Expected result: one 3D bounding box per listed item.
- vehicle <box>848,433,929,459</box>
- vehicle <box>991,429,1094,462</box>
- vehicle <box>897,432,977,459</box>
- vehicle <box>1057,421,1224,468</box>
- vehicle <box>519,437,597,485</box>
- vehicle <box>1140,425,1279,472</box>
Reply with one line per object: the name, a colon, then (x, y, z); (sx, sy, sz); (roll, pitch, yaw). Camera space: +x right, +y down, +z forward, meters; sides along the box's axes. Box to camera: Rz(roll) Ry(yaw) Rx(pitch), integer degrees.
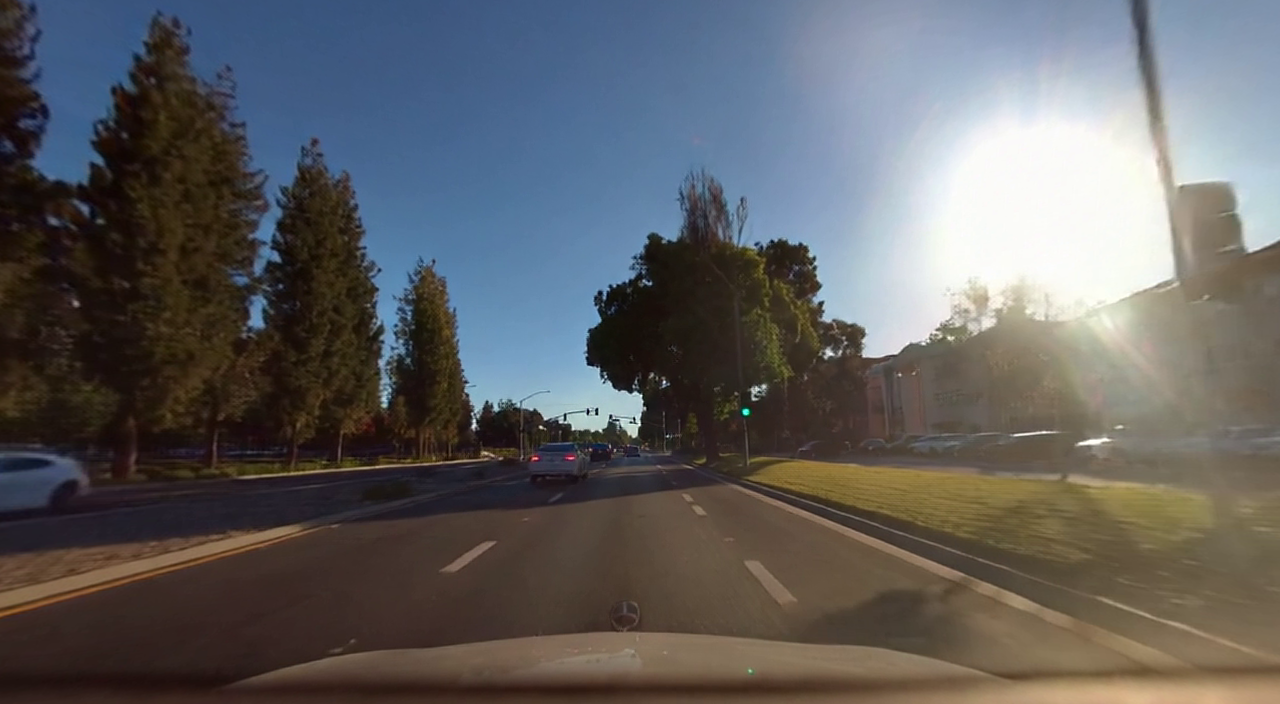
vehicle: (16.630, 6.306, 42.366); (4.564, 1.663, 2.033); (1, -9, -9)
vehicle: (18.263, 4.263, 28.740); (3.731, 1.430, 1.640); (2, -9, -11)
vehicle: (17.240, 5.416, 36.706); (3.846, 1.488, 1.695); (1, -8, -9)
vehicle: (18.494, 3.444, 23.463); (4.608, 1.598, 1.975); (0, -10, -6)
vehicle: (-2.791, 3.841, 22.620); (2.011, 1.498, 4.914); (0, -8, 2)
vehicle: (18.984, 3.143, 20.595); (3.874, 1.438, 1.903); (1, -8, -7)
